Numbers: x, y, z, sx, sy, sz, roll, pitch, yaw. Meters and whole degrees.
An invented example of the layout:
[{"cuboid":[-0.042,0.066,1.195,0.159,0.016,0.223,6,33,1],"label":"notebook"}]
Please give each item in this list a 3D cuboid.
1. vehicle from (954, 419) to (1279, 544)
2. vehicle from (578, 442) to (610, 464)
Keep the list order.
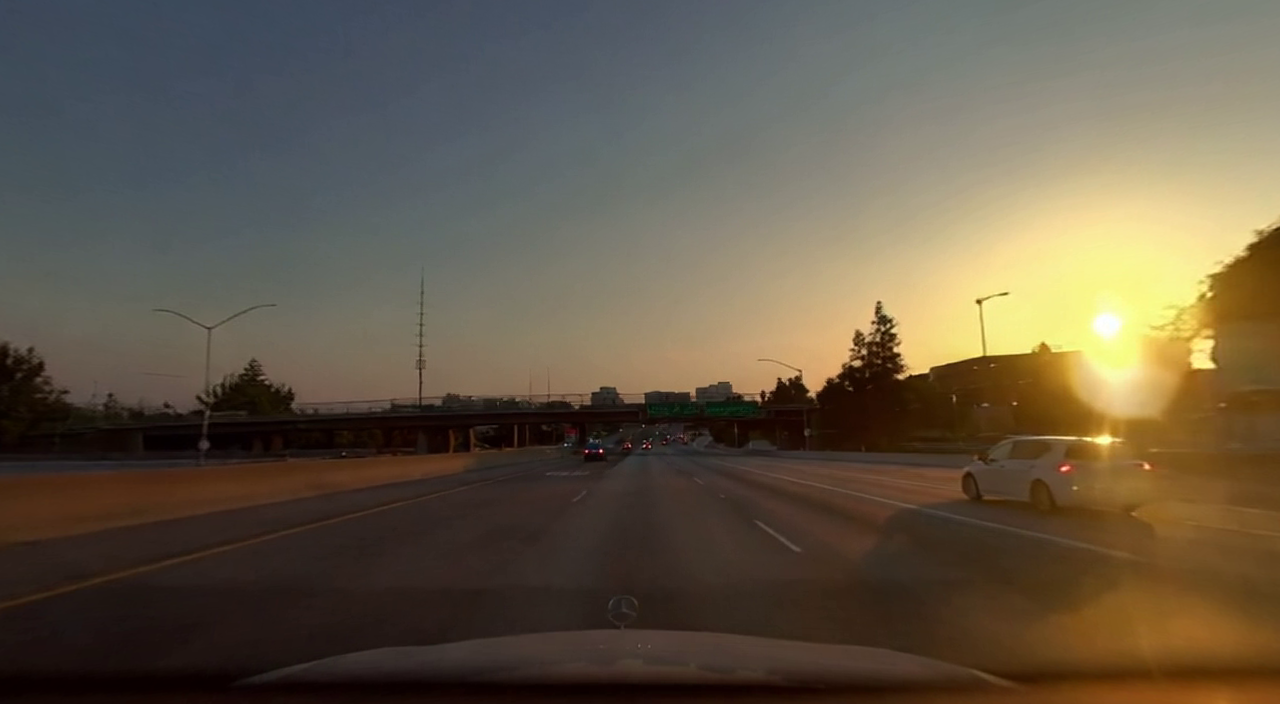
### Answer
[{"cuboid":[7.578,2.037,10.610,2.032,1.601,4.863,0,-8,0],"label":"vehicle"},{"cuboid":[-3.460,7.689,47.901,2.055,1.533,4.604,0,-8,1],"label":"vehicle"}]
